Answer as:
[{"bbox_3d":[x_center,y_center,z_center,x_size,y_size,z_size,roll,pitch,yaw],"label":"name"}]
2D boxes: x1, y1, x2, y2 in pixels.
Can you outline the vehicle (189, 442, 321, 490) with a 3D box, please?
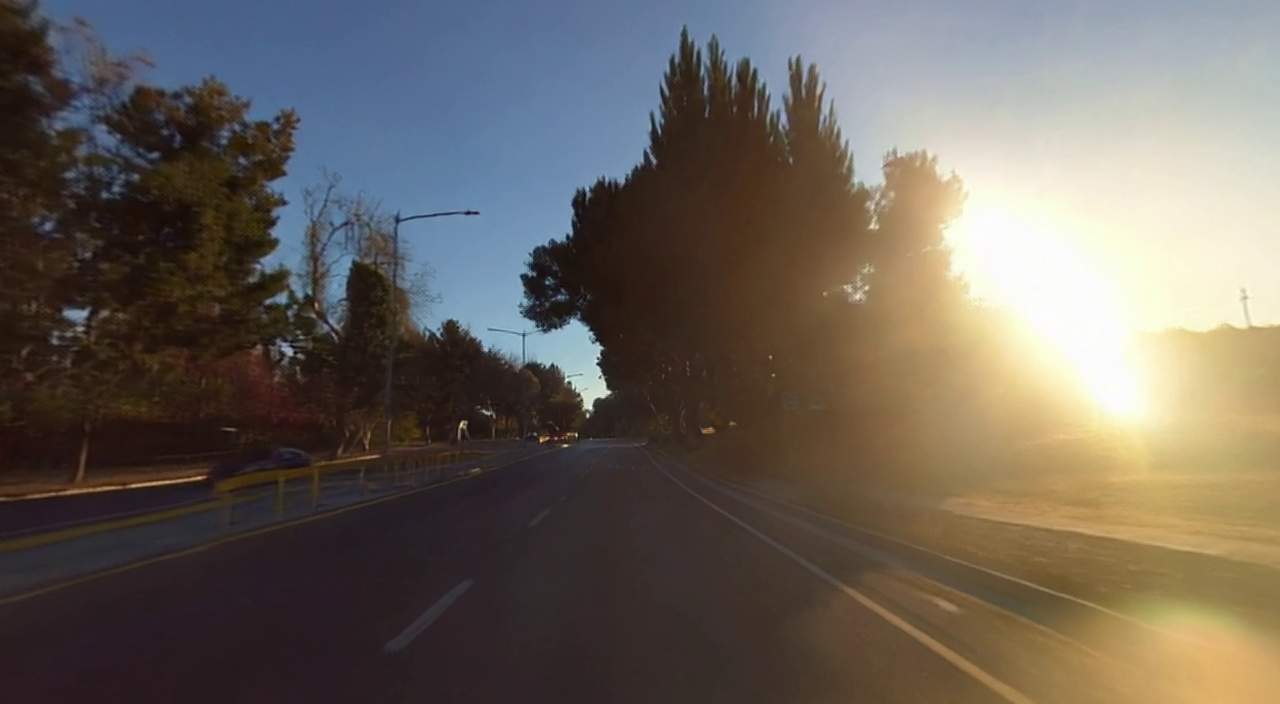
[{"bbox_3d":[-13.942,4.141,23.278,1.969,1.563,4.648,0,-9,-1],"label":"vehicle"}]
